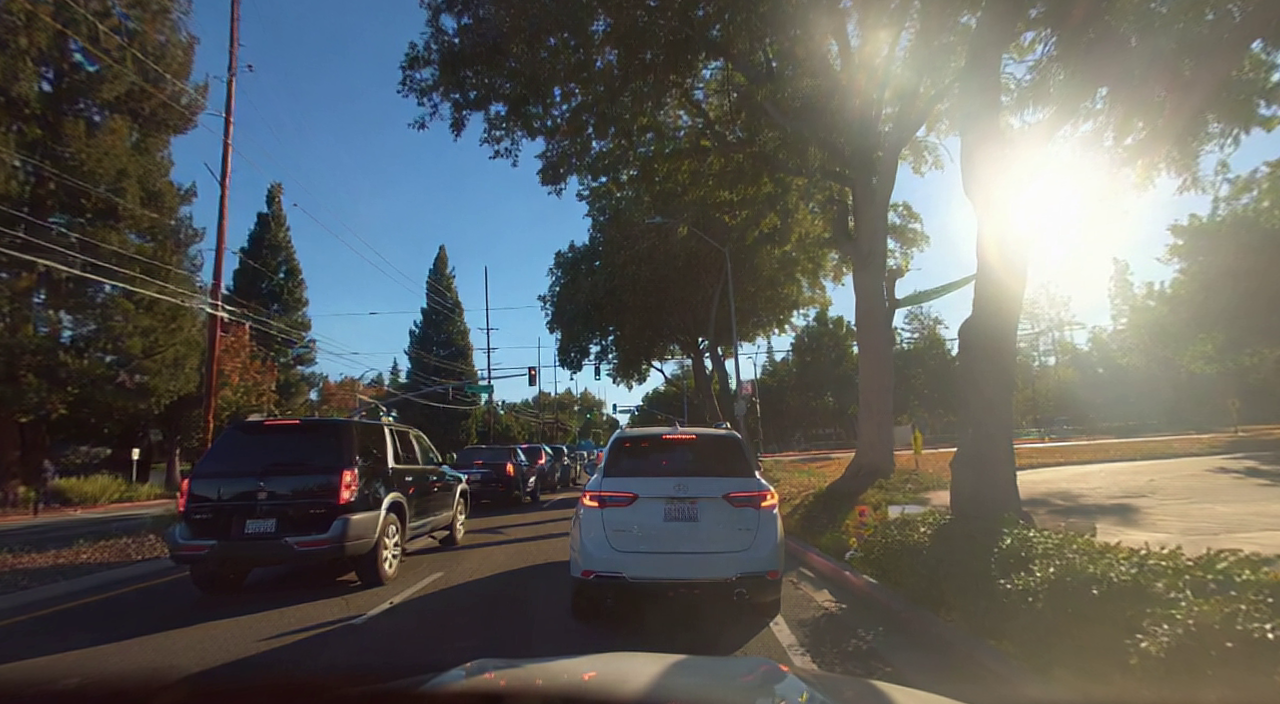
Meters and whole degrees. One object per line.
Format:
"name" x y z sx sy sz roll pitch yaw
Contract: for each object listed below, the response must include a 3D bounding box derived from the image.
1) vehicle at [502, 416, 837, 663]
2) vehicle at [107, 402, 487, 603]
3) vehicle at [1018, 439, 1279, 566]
"vehicle" 0.118 1.446 5.953 2.056 1.487 4.003 0 -9 -2
"vehicle" -3.468 1.611 7.633 2.105 1.706 4.337 0 -9 0
"vehicle" 8.387 2.157 9.940 1.993 1.508 4.521 0 -9 -1
